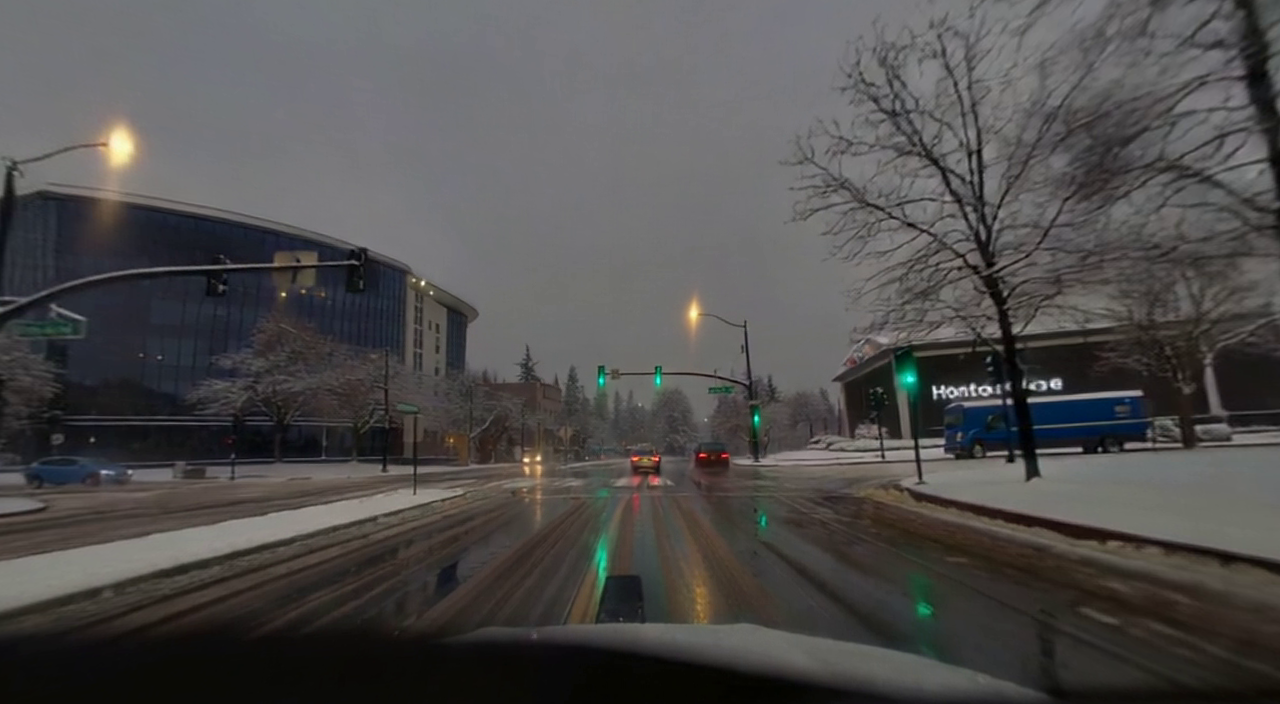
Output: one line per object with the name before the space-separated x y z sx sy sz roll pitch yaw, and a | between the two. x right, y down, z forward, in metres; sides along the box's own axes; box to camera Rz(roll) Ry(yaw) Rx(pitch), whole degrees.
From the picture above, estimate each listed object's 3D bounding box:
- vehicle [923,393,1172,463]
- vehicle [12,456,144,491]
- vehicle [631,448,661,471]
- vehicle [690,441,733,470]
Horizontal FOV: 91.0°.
vehicle | 21.647 4.155 34.129 10.893 3.534 3.195 -1 -9 4
vehicle | -26.887 5.813 30.213 4.500 1.555 1.913 0 -9 2
vehicle | 0.430 7.486 43.981 2.014 1.525 4.197 0 -9 1
vehicle | 4.664 6.874 41.899 2.174 1.749 4.739 0 -9 -1
